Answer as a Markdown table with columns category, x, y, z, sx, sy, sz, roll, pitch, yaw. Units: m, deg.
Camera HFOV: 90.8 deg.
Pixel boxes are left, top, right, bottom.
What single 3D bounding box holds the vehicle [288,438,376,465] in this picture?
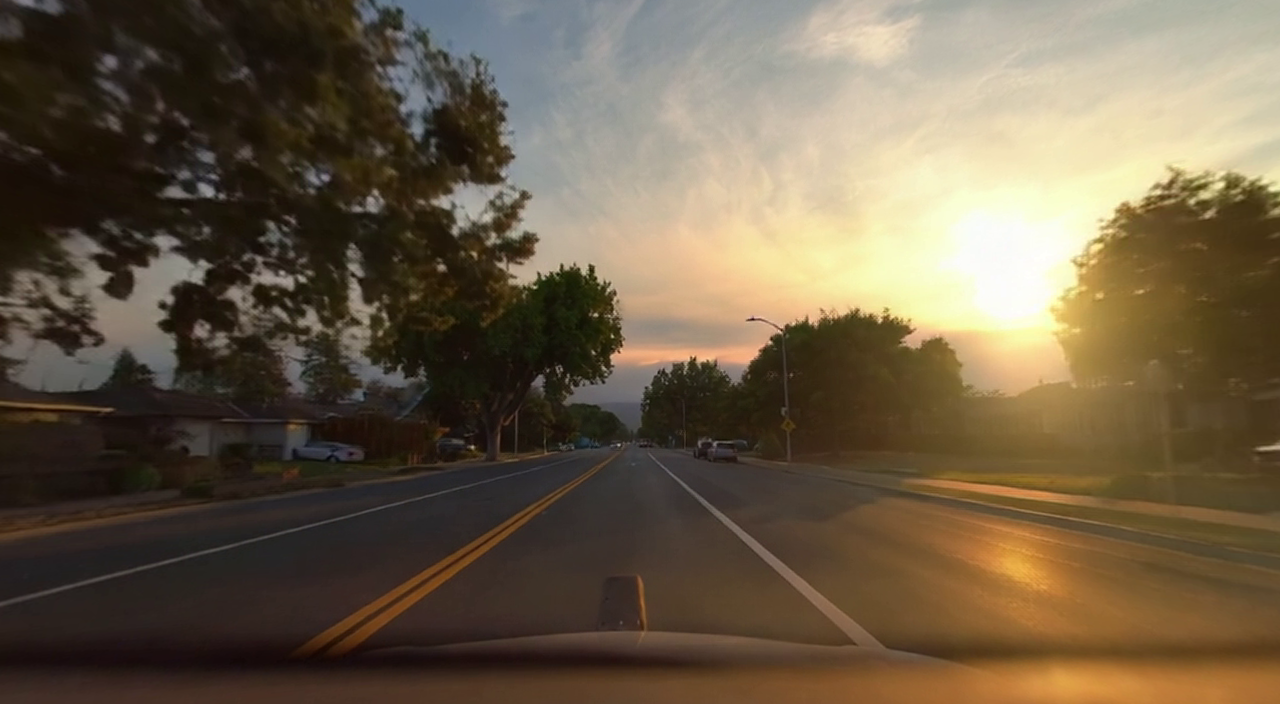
| category | x | y | z | sx | sy | sz | roll | pitch | yaw |
| --- | --- | --- | --- | --- | --- | --- | --- | --- | --- |
| vehicle | -19.639 | 6.367 | 40.402 | 4.497 | 1.674 | 2.168 | -1 | -8 | 3 |

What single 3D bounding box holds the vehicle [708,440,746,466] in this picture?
| category | x | y | z | sx | sy | sz | roll | pitch | yaw |
| --- | --- | --- | --- | --- | --- | --- | --- | --- | --- |
| vehicle | 6.490 | 7.585 | 47.686 | 2.099 | 1.878 | 4.476 | 0 | -8 | -1 |
